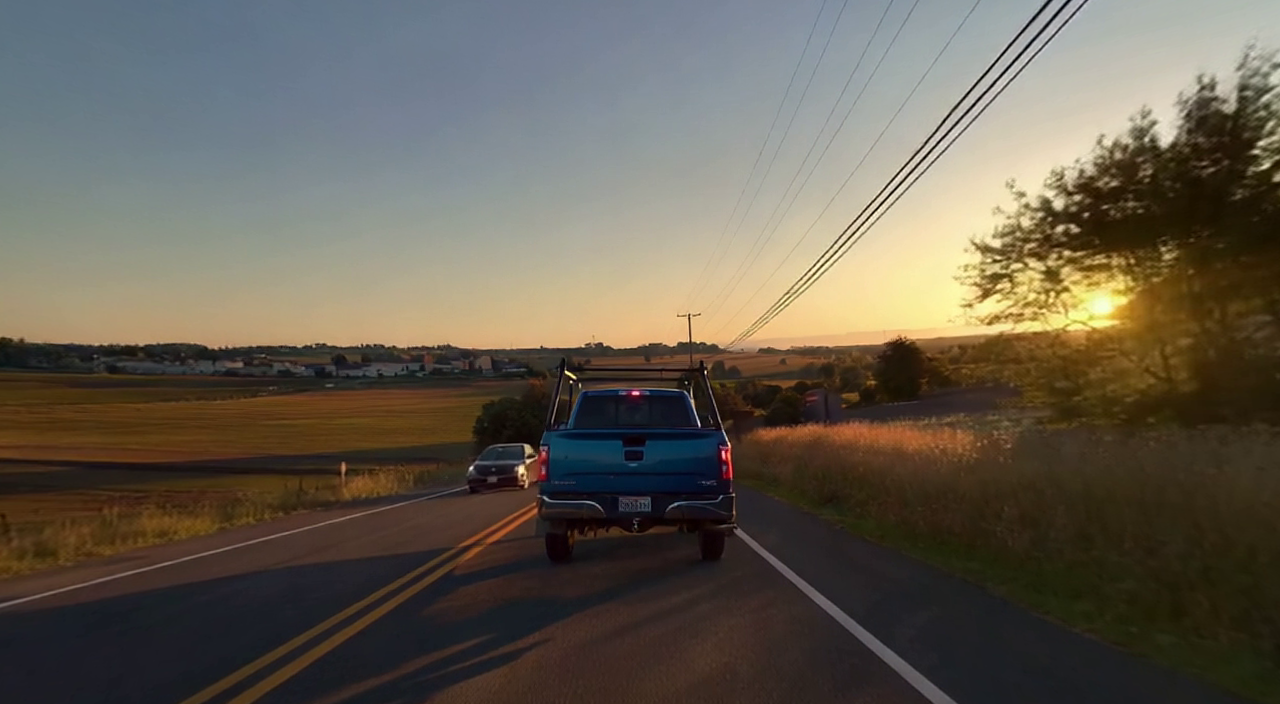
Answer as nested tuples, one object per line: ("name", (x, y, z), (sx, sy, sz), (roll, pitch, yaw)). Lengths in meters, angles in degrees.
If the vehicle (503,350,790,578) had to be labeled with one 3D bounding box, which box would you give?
("vehicle", (-0.017, 1.667, 10.166), (2.912, 2.320, 7.292), (0, -8, -1))
